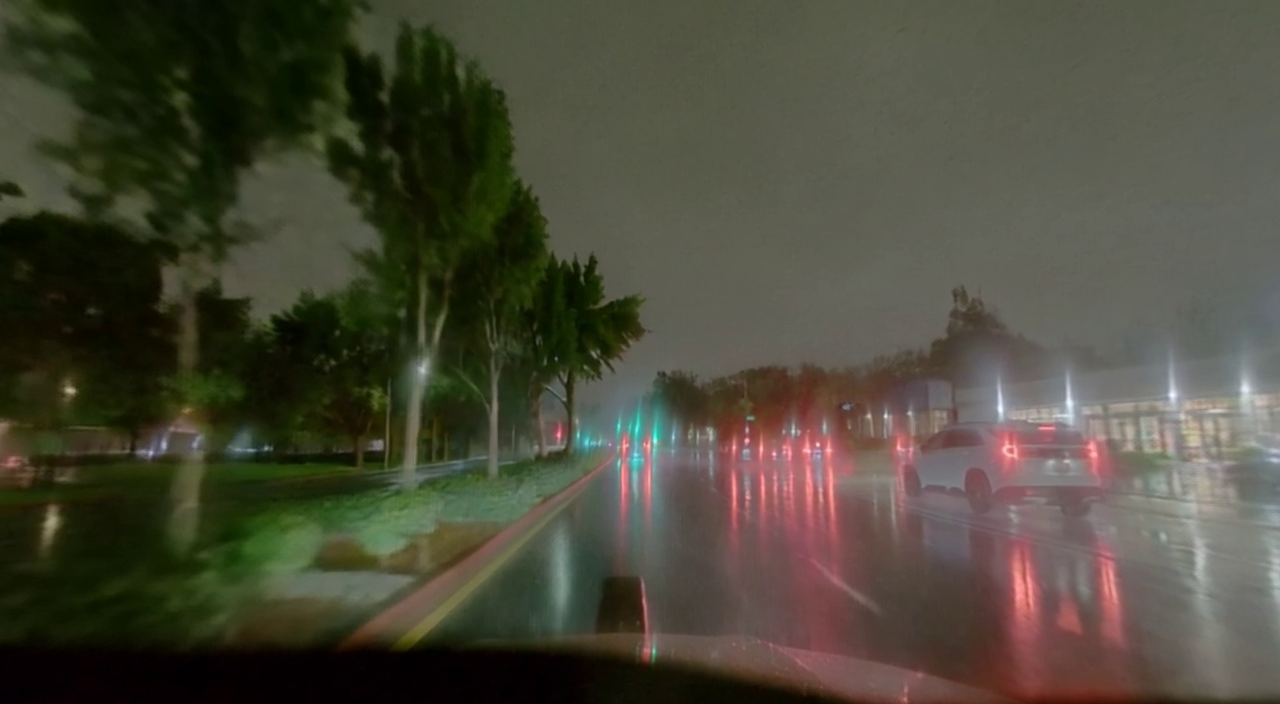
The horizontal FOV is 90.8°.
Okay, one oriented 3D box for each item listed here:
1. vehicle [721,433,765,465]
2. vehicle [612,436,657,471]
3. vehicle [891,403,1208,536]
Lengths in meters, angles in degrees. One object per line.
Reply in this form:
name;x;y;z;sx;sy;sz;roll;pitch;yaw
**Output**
vehicle;6.388;6.051;39.531;1.955;1.845;4.538;0;-8;0
vehicle;-0.265;4.864;30.546;2.037;1.568;3.693;0;-8;0
vehicle;7.107;2.120;12.101;2.240;1.923;5.678;0;-8;0
